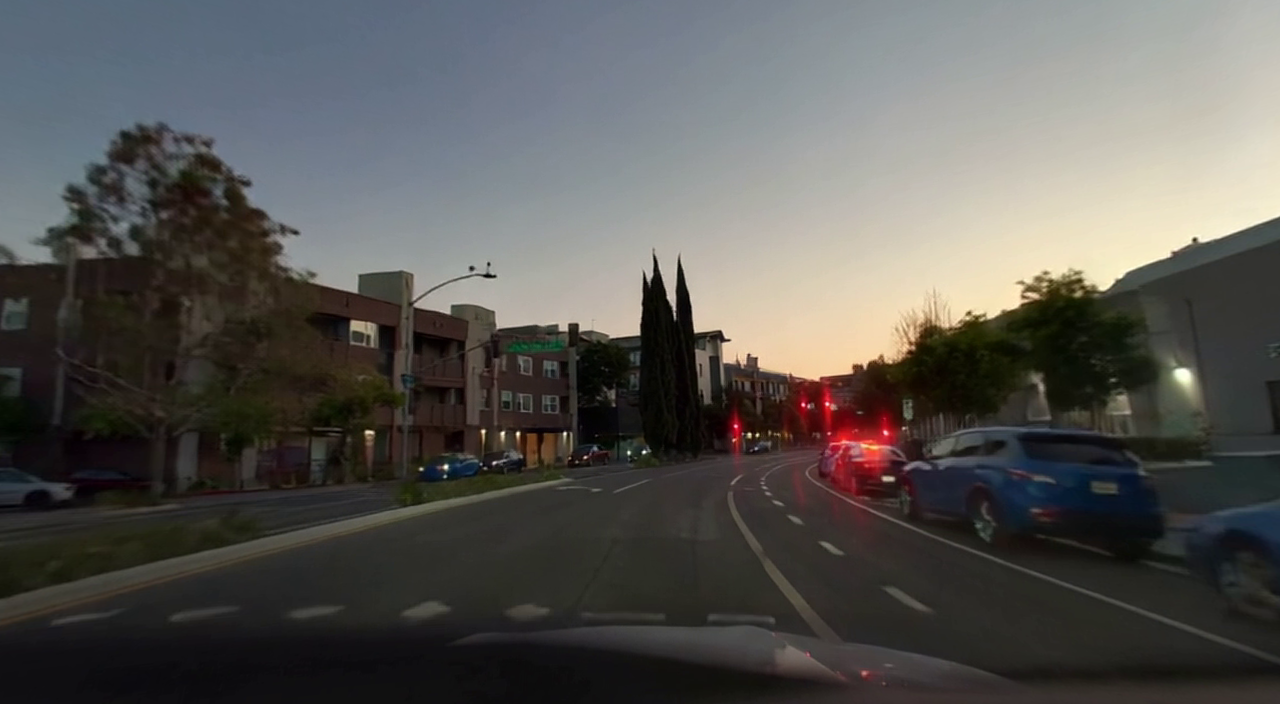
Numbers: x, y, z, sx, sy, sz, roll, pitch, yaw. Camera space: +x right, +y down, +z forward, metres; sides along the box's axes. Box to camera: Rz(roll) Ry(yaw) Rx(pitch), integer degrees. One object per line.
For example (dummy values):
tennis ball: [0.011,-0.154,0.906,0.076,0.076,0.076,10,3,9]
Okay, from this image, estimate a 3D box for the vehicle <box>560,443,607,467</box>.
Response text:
vehicle: [-4.306,7.946,48.978,1.933,1.759,5.002,-3,-9,16]

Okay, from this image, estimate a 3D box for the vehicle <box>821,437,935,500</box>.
vehicle: [6.421,3.172,17.674,1.977,1.497,4.680,-1,-8,8]

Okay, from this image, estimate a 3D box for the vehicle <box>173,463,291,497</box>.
vehicle: [-18.837,5.901,29.253,4.178,1.407,2.012,-1,-9,8]

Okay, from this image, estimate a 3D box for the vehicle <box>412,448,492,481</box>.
vehicle: [-9.389,5.630,31.956,1.882,1.508,4.476,-2,-9,13]

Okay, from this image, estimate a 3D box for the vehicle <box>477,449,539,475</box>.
vehicle: [-7.906,6.617,38.338,1.841,1.444,4.554,-2,-9,15]

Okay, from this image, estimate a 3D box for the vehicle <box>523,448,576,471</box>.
vehicle: [-6.215,7.422,44.020,1.811,1.459,4.702,-3,-9,17]

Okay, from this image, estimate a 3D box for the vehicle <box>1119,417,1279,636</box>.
vehicle: [5.446,1.111,3.607,1.879,1.542,4.693,0,-8,3]

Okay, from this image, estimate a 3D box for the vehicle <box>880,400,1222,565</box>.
vehicle: [5.558,1.828,9.683,2.041,1.811,5.168,-1,-8,4]
